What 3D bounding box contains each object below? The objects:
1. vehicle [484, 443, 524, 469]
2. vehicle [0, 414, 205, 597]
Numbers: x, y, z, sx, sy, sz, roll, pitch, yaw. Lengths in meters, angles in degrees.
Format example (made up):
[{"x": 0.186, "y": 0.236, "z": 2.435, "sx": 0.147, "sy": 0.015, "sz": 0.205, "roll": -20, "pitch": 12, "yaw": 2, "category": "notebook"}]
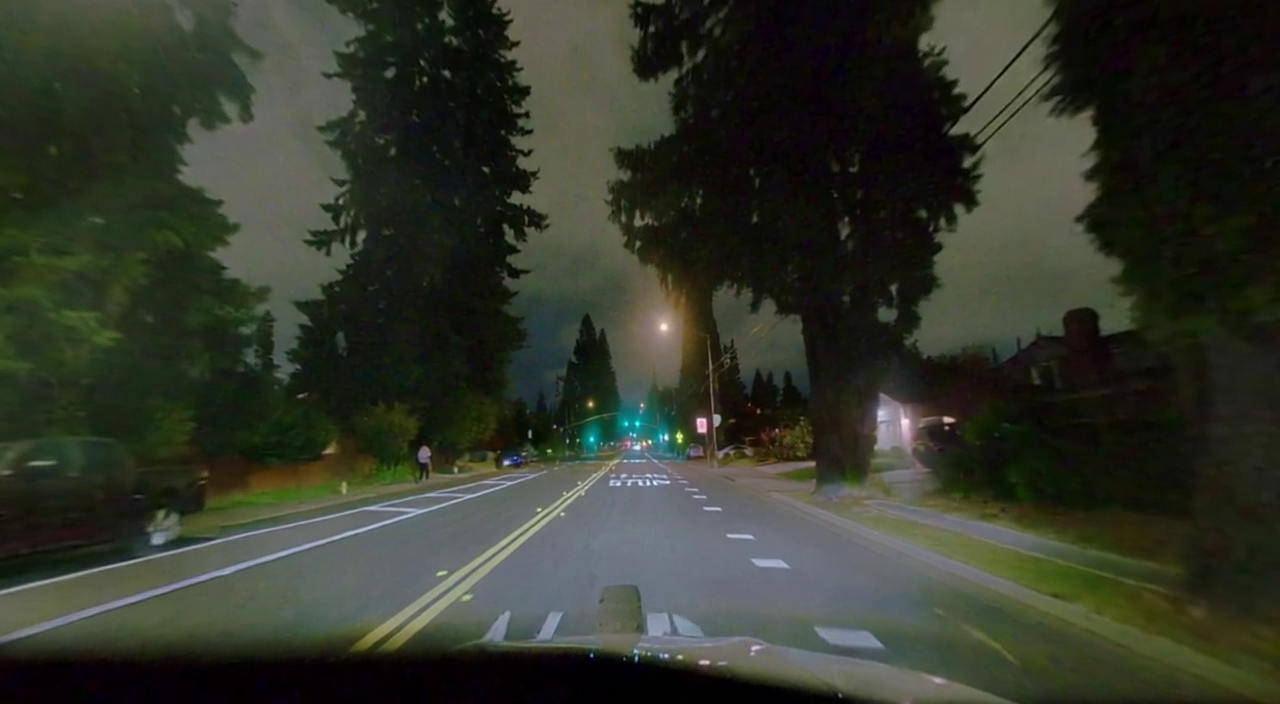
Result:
[{"x": -9.392, "y": 7.222, "z": 43.791, "sx": 1.998, "sy": 1.684, "sz": 4.180, "roll": 1, "pitch": -8, "yaw": -2, "category": "vehicle"}, {"x": -7.241, "y": 1.607, "z": 6.543, "sx": 2.063, "sy": 1.756, "sz": 4.792, "roll": -4, "pitch": -8, "yaw": 0, "category": "vehicle"}]
